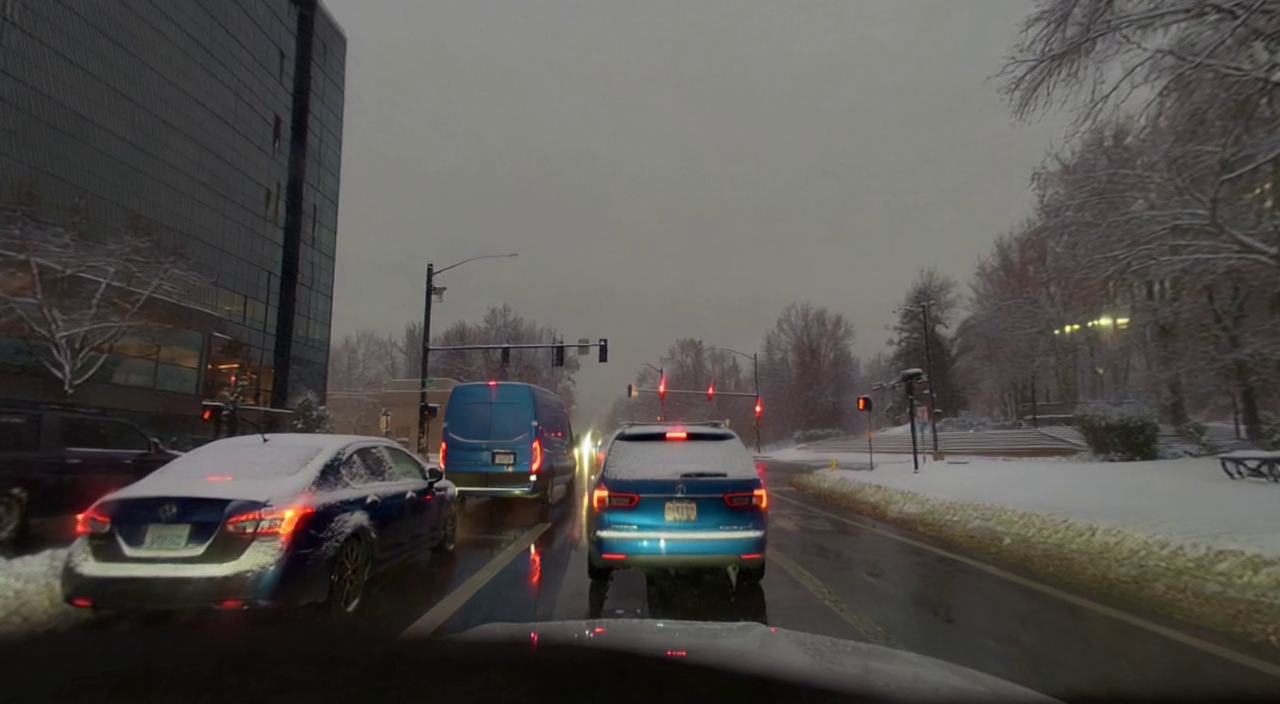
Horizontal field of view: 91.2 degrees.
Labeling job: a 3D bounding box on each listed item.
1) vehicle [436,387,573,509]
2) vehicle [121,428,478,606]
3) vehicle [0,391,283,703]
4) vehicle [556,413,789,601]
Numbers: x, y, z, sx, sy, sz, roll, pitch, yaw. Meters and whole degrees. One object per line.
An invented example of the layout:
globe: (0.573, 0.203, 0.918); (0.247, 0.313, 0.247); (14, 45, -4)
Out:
vehicle: (-3.262, 2.537, 16.593); (2.343, 2.635, 5.684); (0, -9, 0)
vehicle: (-3.488, 1.756, 7.572); (1.955, 1.499, 4.223); (0, -9, 0)
vehicle: (-2.907, 0.815, 1.513); (1.893, 1.491, 3.798); (0, -9, -1)
vehicle: (0.192, 1.599, 7.212); (1.979, 1.562, 3.630); (0, -9, -3)
